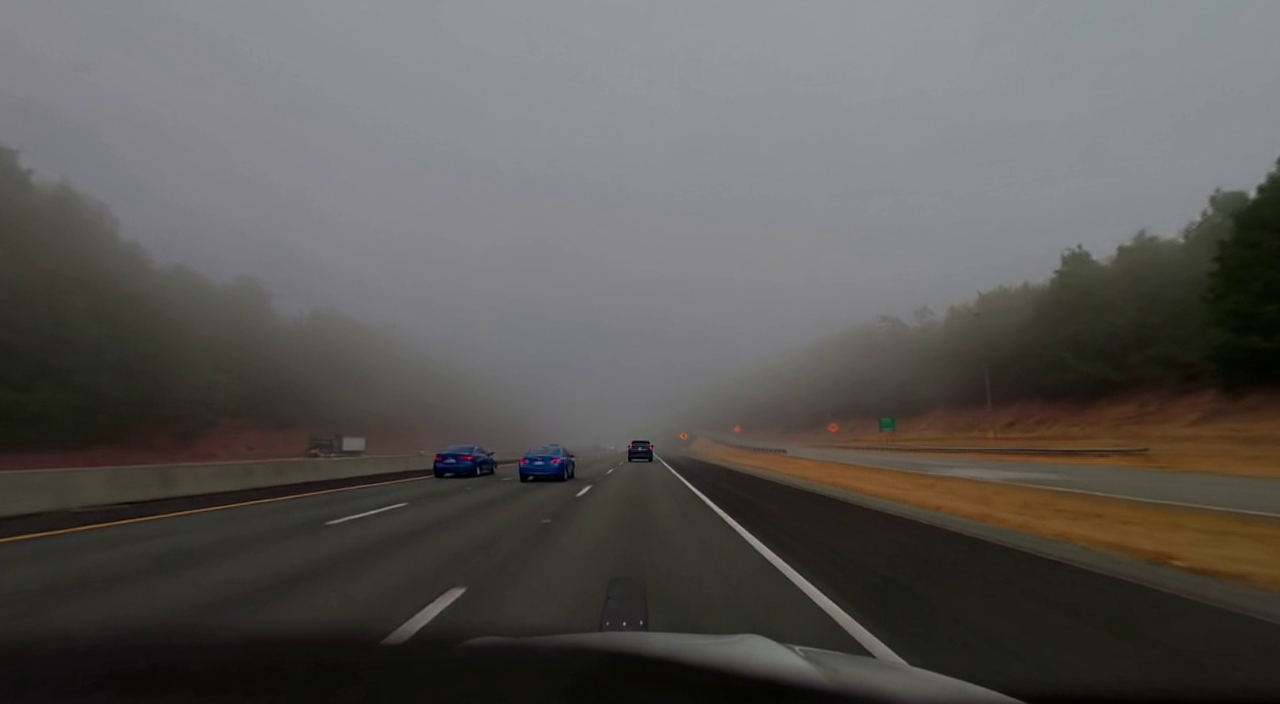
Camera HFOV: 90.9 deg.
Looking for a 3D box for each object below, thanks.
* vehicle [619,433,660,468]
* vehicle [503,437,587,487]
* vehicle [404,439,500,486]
[{"bbox_3d":[-0.018,6.003,38.574,2.309,1.915,5.130,-1,-8,1],"label":"vehicle"},{"bbox_3d":[-3.278,3.924,22.934,2.139,1.589,5.102,-1,-8,1],"label":"vehicle"},{"bbox_3d":[-6.763,4.011,23.271,2.009,1.519,4.697,-1,-8,1],"label":"vehicle"}]
